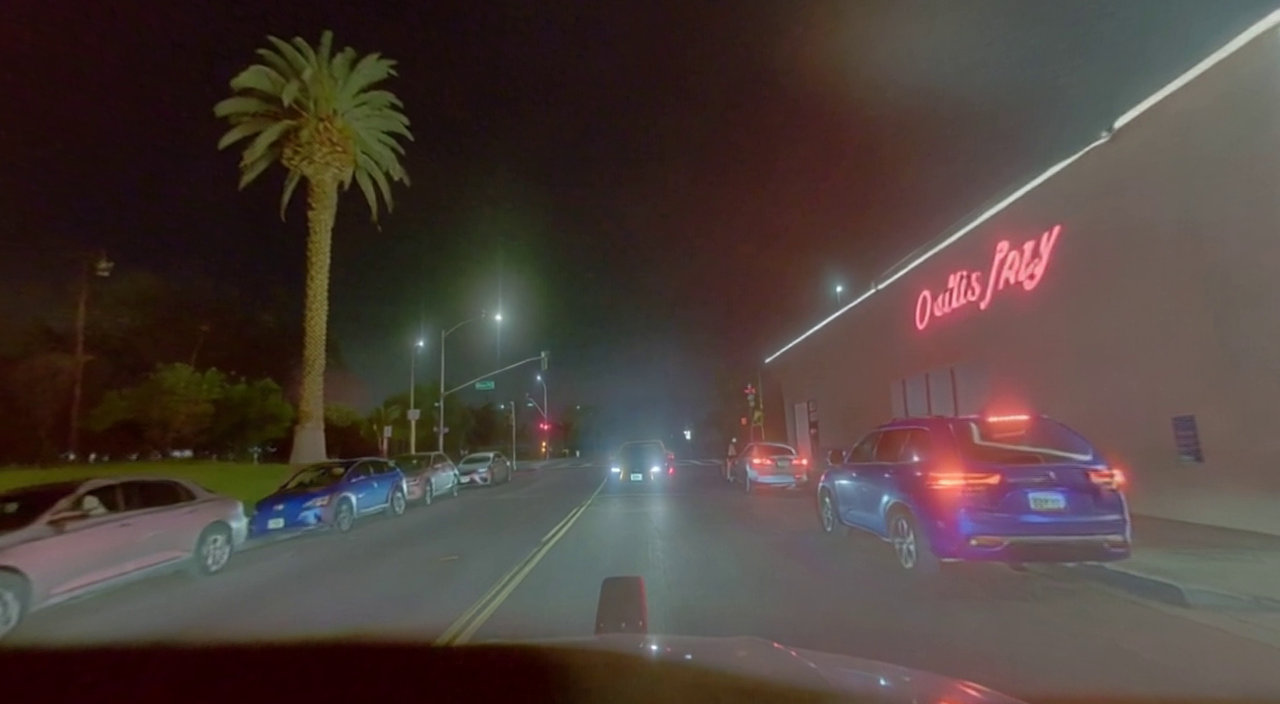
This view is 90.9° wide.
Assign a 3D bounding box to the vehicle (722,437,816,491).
[{"bbox_3d":[3.680,3.273,18.830,1.821,1.417,4.454,0,-8,-1],"label":"vehicle"}]

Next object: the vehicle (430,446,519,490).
[{"bbox_3d":[-6.228,4.410,24.418,2.105,1.469,4.693,0,-8,1],"label":"vehicle"}]

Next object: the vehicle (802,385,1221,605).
[{"bbox_3d":[3.697,1.539,7.815,2.099,1.786,5.198,0,-8,1],"label":"vehicle"}]

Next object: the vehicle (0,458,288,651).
[{"bbox_3d":[-6.123,1.941,6.774,1.874,1.472,4.668,0,-8,2],"label":"vehicle"}]

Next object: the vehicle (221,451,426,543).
[{"bbox_3d":[-6.131,2.810,12.963,1.850,1.482,4.454,0,-8,1],"label":"vehicle"}]

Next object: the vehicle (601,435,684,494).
[{"bbox_3d":[0.056,3.100,17.722,2.060,1.452,4.078,0,-8,0],"label":"vehicle"}]
